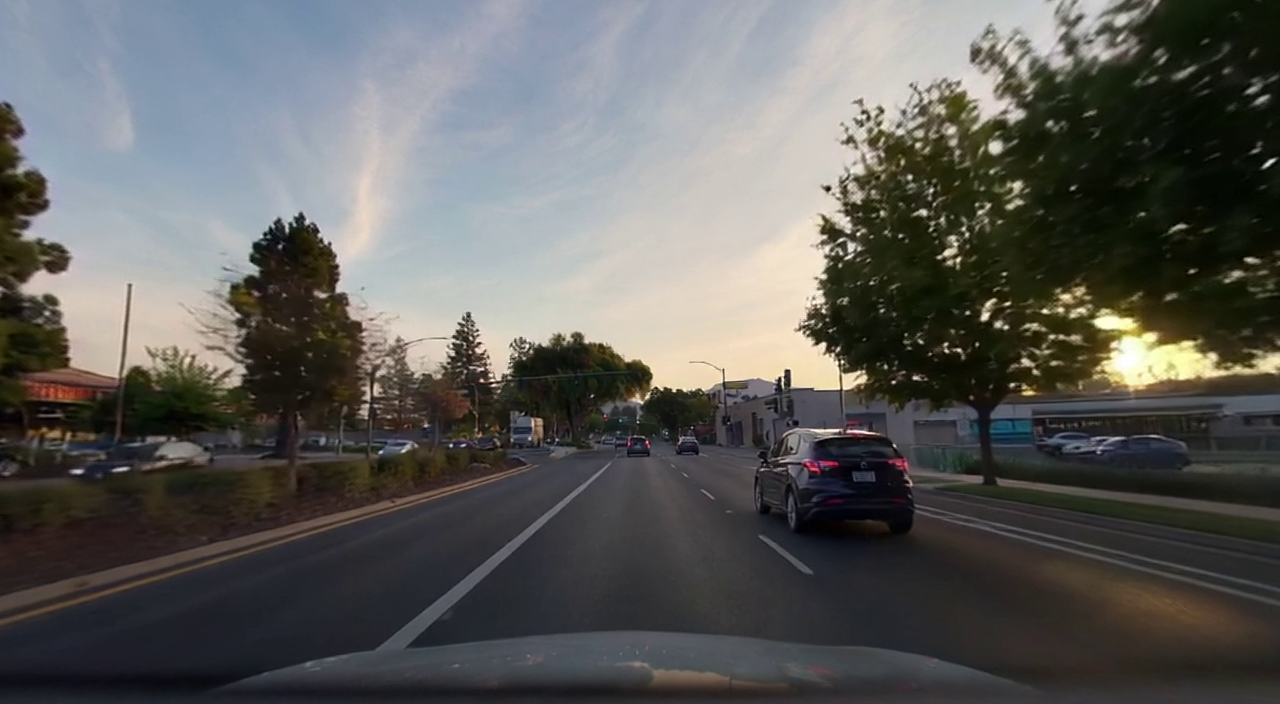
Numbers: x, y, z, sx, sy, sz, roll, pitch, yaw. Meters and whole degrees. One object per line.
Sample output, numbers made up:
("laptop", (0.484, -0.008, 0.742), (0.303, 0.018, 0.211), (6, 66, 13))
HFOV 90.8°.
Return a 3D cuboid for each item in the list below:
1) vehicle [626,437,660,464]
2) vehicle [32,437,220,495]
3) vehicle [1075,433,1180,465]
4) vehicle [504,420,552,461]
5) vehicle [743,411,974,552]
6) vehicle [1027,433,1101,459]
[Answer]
("vehicle", (0.129, 6.040, 38.848), (2.023, 1.532, 3.891), (0, -8, -1))
("vehicle", (-15.027, 3.333, 18.885), (1.849, 1.477, 4.513), (0, -8, -1))
("vehicle", (25.609, 5.117, 33.421), (1.924, 1.595, 4.372), (0, -8, -2))
("vehicle", (-7.505, 6.001, 42.817), (2.334, 2.525, 5.893), (0, -8, -2))
("vehicle", (3.004, 1.884, 9.896), (1.969, 1.682, 4.387), (0, -8, -1))
("vehicle", (31.329, 6.993, 46.856), (1.980, 1.792, 4.850), (0, -8, -1))
